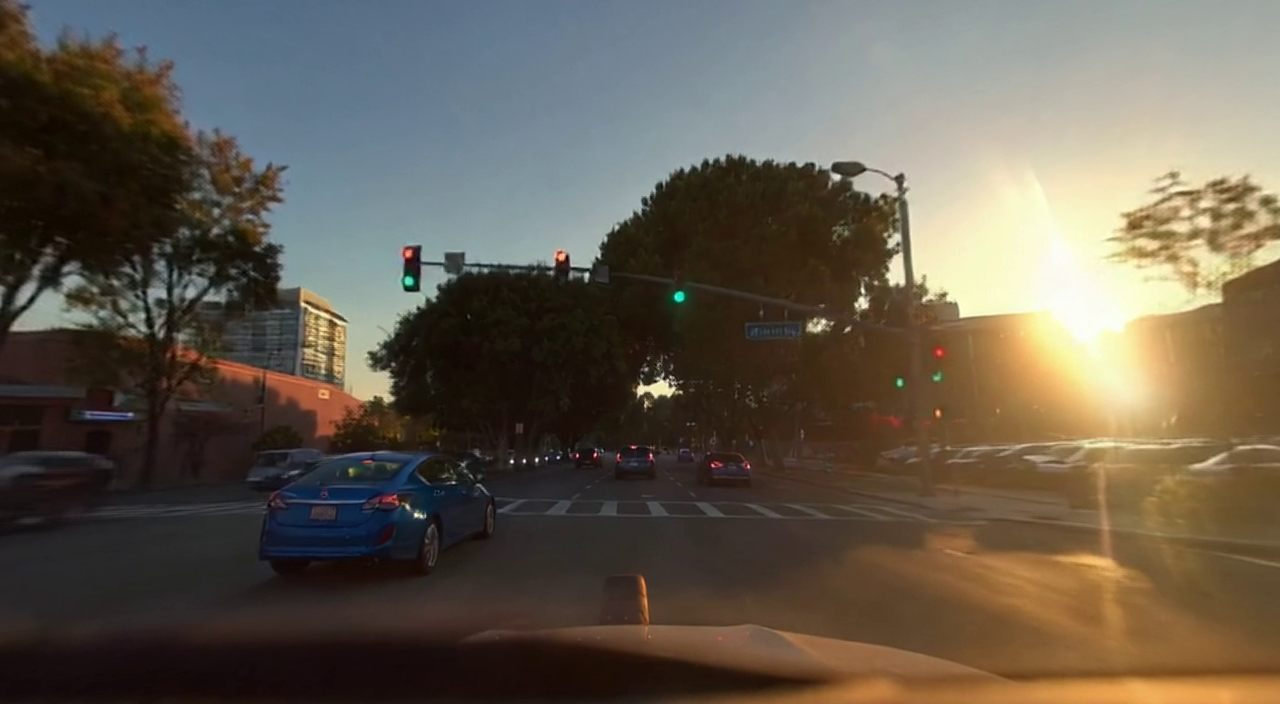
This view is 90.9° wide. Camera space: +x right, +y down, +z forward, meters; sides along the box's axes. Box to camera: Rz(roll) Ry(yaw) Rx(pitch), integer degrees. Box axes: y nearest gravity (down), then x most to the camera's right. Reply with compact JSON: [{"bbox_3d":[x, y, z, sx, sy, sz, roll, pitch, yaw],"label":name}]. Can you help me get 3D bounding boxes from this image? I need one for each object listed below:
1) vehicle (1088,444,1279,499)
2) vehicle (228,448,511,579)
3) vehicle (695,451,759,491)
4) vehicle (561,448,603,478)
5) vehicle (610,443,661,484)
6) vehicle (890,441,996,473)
[{"bbox_3d":[16.092,3.446,18.428,4.407,1.492,1.930,0,-9,2],"label":"vehicle"},{"bbox_3d":[-3.332,2.037,8.801,2.115,1.369,3.908,0,-9,2],"label":"vehicle"},{"bbox_3d":[3.552,4.933,26.477,2.058,1.472,4.317,0,-9,0],"label":"vehicle"},{"bbox_3d":[-3.438,6.680,38.195,2.130,1.645,3.995,0,-9,1],"label":"vehicle"},{"bbox_3d":[-0.191,5.548,31.750,2.361,1.898,4.465,0,-9,0],"label":"vehicle"},{"bbox_3d":[16.797,5.821,35.081,4.764,1.717,2.170,0,-9,-2],"label":"vehicle"}]
